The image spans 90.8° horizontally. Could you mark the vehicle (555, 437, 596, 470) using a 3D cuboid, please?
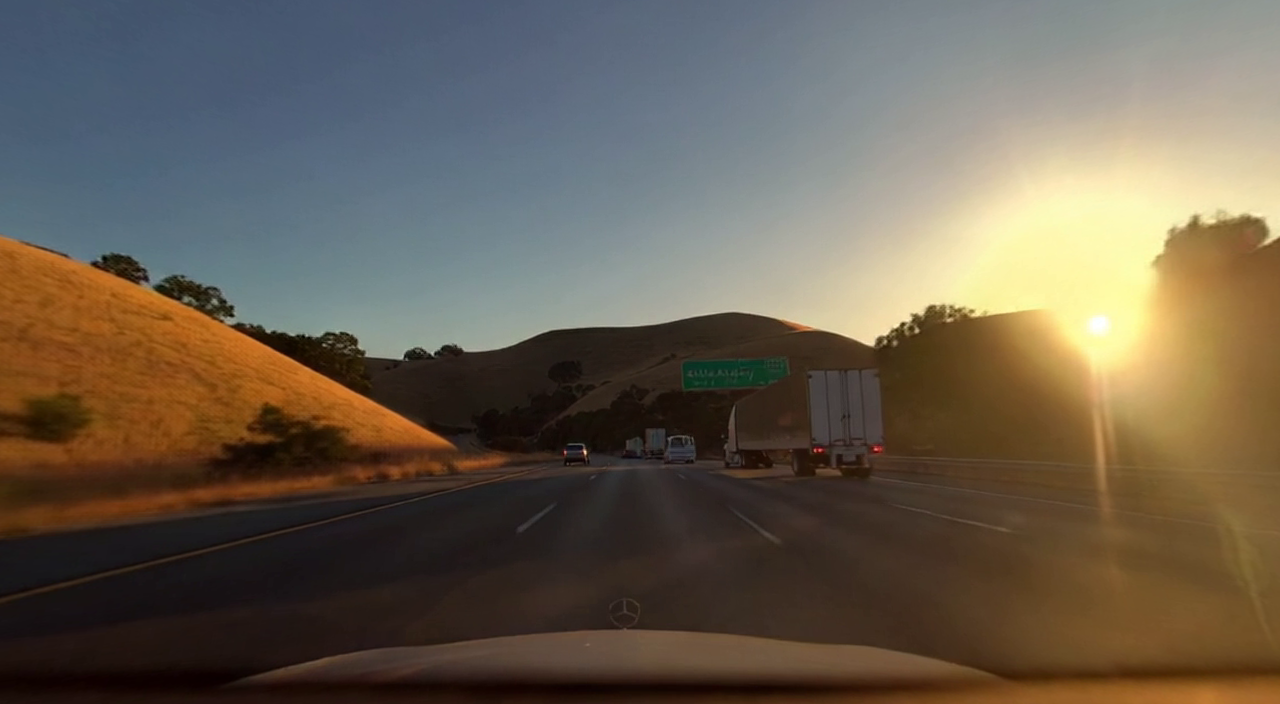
[{"bbox_3d":[-4.205,6.707,41.871,2.193,1.977,4.759,0,-9,0],"label":"vehicle"}]

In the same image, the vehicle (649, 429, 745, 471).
[{"bbox_3d":[3.084,5.492,35.468,5.075,2.277,2.365,0,-9,-3],"label":"vehicle"}]

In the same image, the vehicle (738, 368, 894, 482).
[{"bbox_3d":[7.748,3.897,31.457,2.935,4.187,16.357,0,-9,-1],"label":"vehicle"}]
